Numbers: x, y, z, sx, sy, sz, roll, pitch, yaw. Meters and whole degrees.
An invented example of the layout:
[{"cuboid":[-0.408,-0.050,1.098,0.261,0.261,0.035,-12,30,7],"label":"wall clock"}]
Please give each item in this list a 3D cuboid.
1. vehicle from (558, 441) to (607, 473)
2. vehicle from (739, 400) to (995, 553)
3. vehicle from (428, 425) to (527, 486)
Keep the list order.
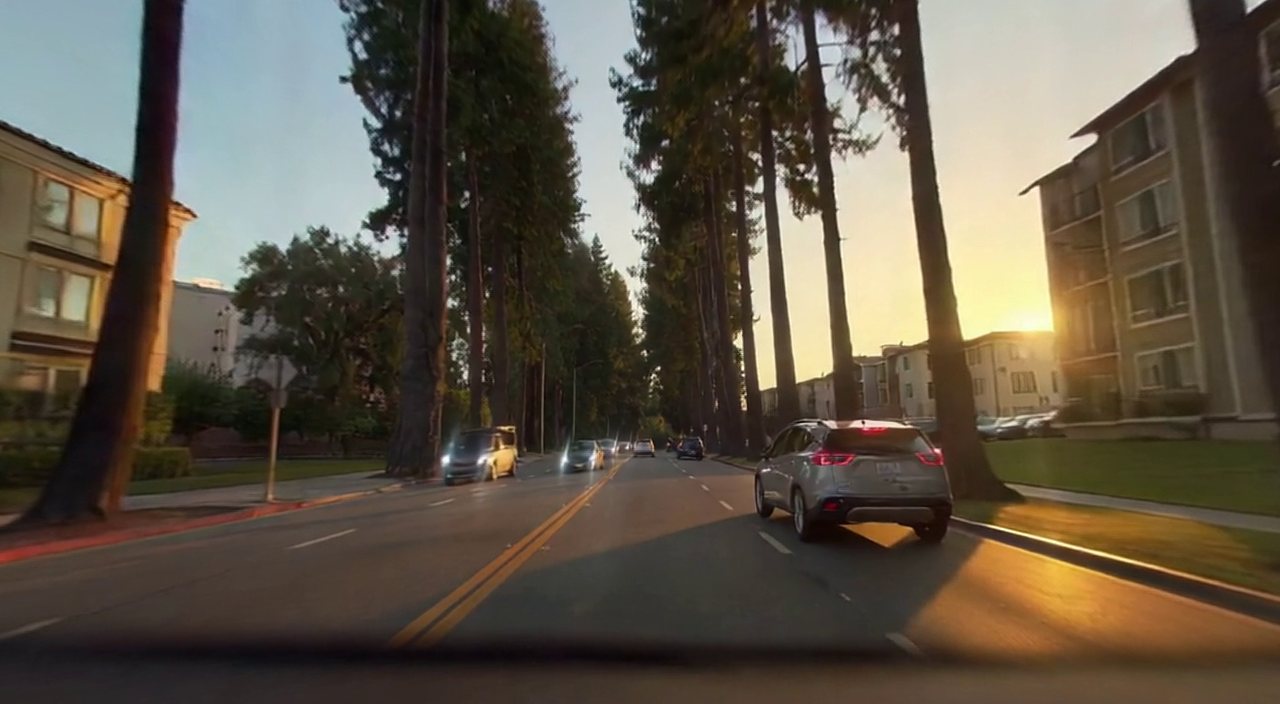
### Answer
[{"cuboid":[-2.660,4.951,29.950,1.941,1.409,3.975,0,-8,0],"label":"vehicle"},{"cuboid":[3.227,1.922,10.398,2.219,1.881,5.104,0,-8,-1],"label":"vehicle"},{"cuboid":[-5.959,3.891,23.914,2.200,2.041,5.550,0,-8,1],"label":"vehicle"}]
